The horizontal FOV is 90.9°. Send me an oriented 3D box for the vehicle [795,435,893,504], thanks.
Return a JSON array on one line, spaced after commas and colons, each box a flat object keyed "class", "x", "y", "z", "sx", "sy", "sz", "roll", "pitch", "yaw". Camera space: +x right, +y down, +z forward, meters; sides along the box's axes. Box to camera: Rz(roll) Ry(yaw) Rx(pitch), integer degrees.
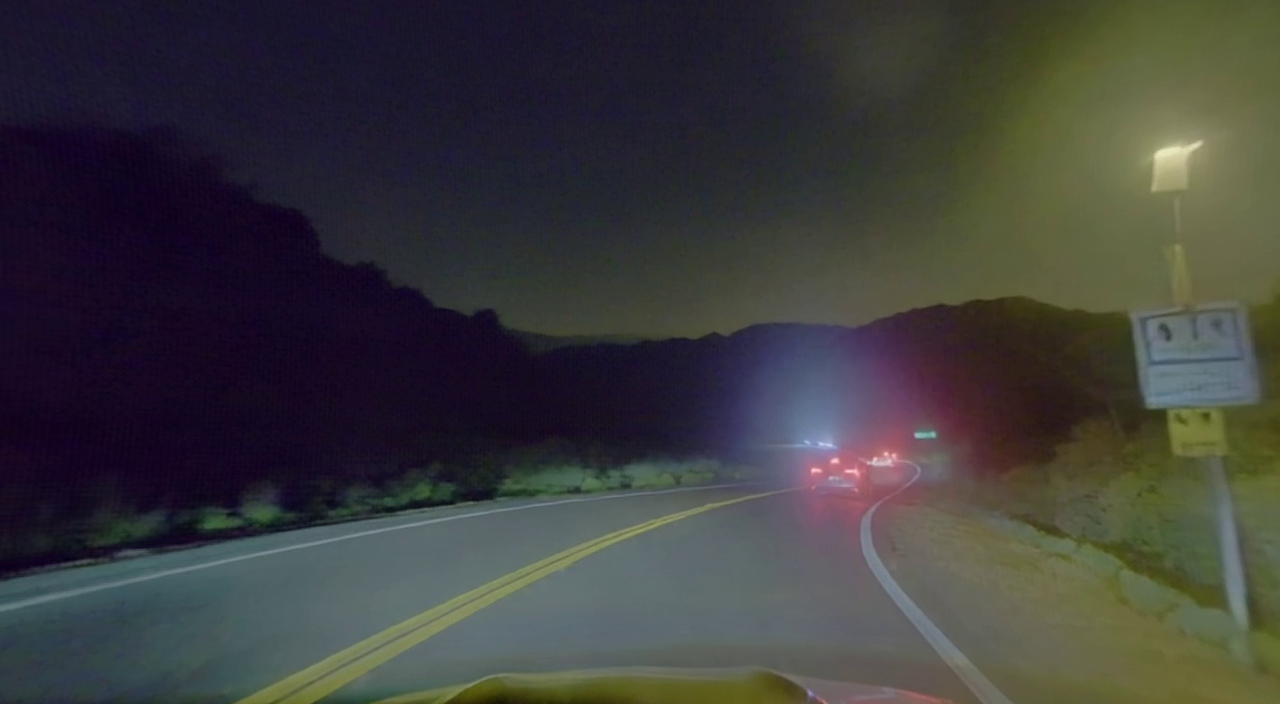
[{"class": "vehicle", "x": 7.092, "y": 3.860, "z": 21.396, "sx": 2.500, "sy": 1.961, "sz": 5.637, "roll": -4, "pitch": -9, "yaw": 24}]
